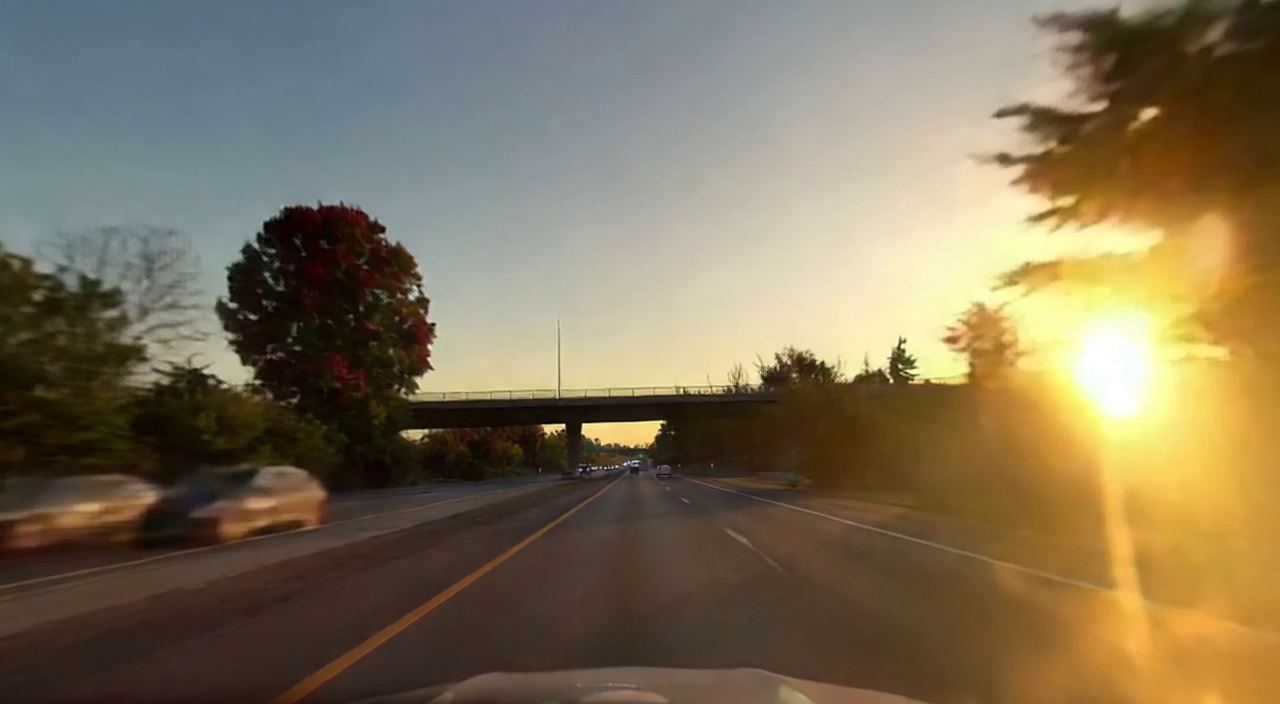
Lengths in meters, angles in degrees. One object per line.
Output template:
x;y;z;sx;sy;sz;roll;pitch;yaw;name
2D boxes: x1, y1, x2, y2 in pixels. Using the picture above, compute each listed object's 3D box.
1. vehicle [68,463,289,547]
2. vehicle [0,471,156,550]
-9.523;3.156;13.414;1.827;1.492;3.722;1;-10;0;vehicle
-13.499;3.399;13.829;1.921;1.467;4.670;1;-11;0;vehicle
